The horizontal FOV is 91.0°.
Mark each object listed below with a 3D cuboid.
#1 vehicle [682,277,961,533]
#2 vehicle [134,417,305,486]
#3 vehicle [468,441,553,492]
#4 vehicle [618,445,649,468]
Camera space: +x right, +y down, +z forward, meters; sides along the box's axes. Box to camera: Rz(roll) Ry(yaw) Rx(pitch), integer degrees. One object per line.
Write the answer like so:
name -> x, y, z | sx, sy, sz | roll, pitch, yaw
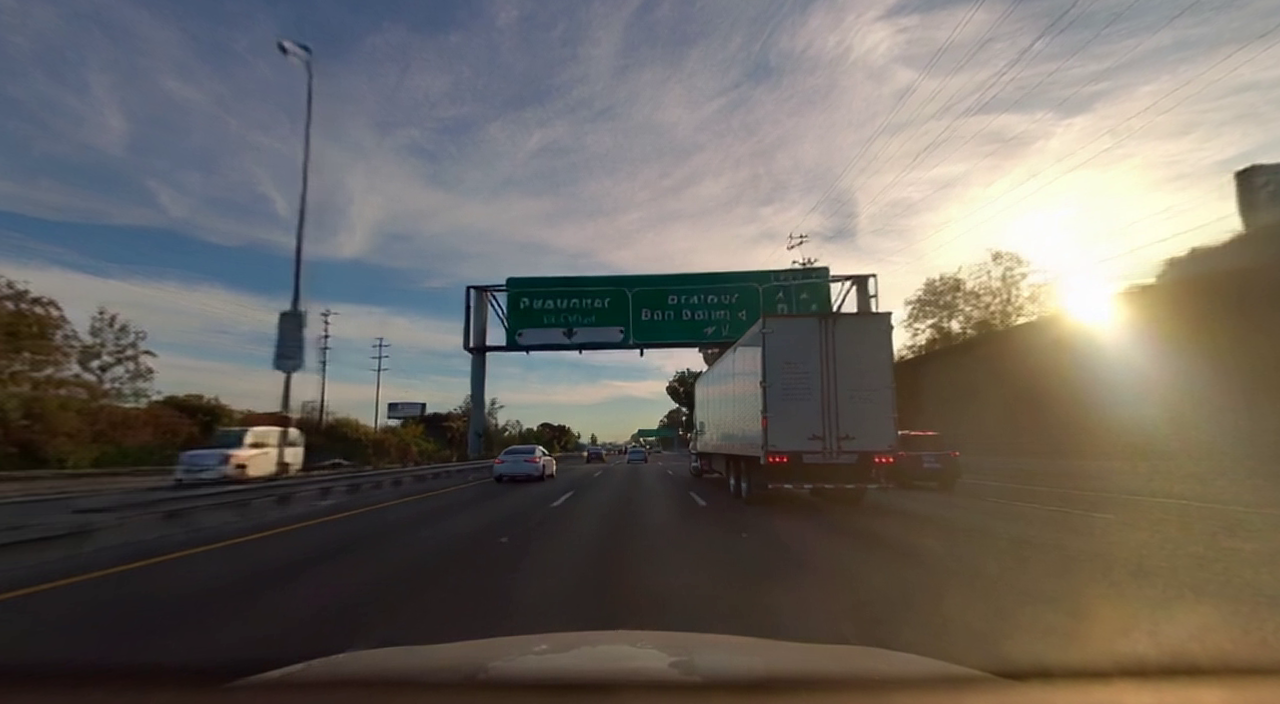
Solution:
vehicle -> 3.395, 1.970, 18.127 | 2.907, 4.109, 16.177 | 0, -8, -1
vehicle -> -14.885, 3.578, 22.872 | 2.307, 2.151, 5.598 | 0, -8, 0
vehicle -> -4.226, 3.790, 21.215 | 1.968, 1.507, 3.829 | -1, -8, 1
vehicle -> -0.376, 7.217, 43.524 | 2.047, 1.485, 3.938 | 0, -8, 1
